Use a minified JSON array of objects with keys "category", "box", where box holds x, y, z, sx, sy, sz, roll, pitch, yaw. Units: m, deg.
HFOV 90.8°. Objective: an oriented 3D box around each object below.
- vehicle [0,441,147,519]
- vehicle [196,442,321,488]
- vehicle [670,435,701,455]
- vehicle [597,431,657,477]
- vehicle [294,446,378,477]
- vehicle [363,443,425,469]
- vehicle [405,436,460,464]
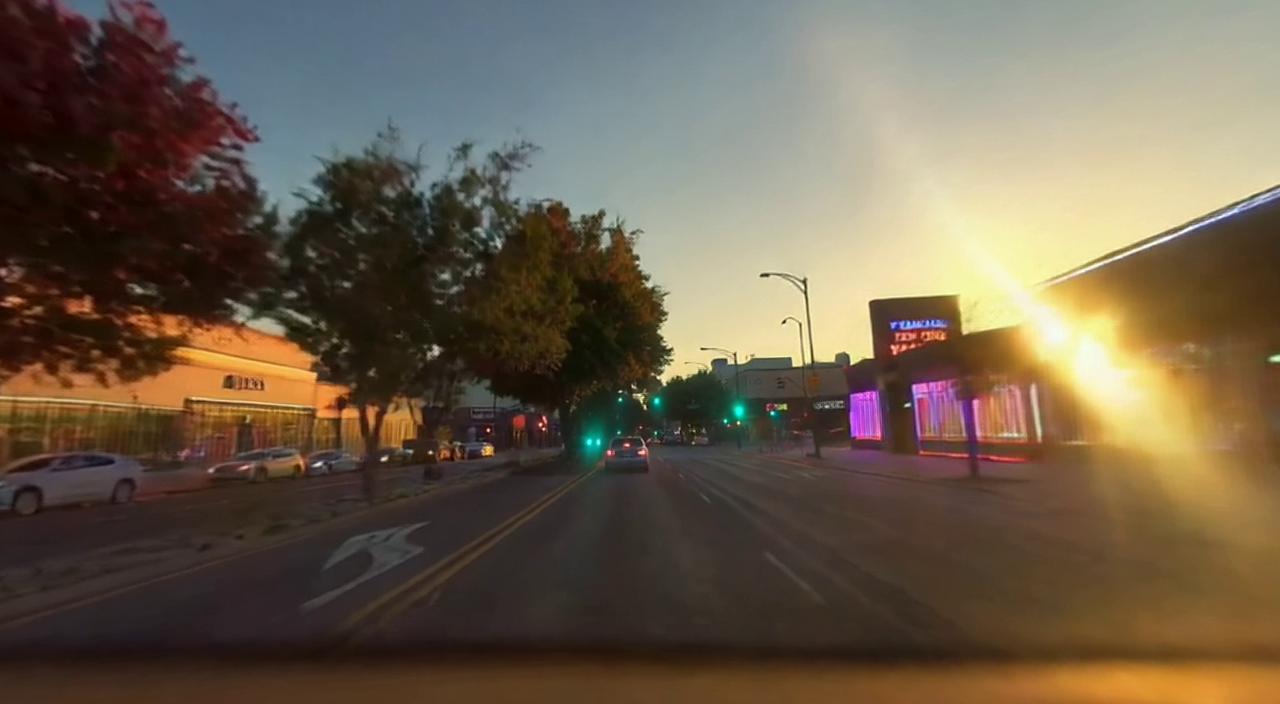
[{"category":"vehicle","box":[-15.626,3.275,16.481,1.981,1.755,4.113,-1,-9,3]},{"category":"vehicle","box":[-15.631,4.626,26.281,2.130,1.692,4.734,-1,-9,2]},{"category":"vehicle","box":[3.437,7.137,48.492,2.122,1.454,4.271,-1,-8,1]},{"category":"vehicle","box":[-0.429,3.737,23.261,2.045,1.510,3.690,-1,-8,0]},{"category":"vehicle","box":[-15.723,5.676,33.021,1.931,1.455,5.023,-1,-9,0]},{"category":"vehicle","box":[-15.688,6.661,40.610,2.131,1.560,4.563,-1,-9,1]},{"category":"vehicle","box":[-15.511,7.377,47.631,2.250,1.981,5.861,-1,-9,0]}]
